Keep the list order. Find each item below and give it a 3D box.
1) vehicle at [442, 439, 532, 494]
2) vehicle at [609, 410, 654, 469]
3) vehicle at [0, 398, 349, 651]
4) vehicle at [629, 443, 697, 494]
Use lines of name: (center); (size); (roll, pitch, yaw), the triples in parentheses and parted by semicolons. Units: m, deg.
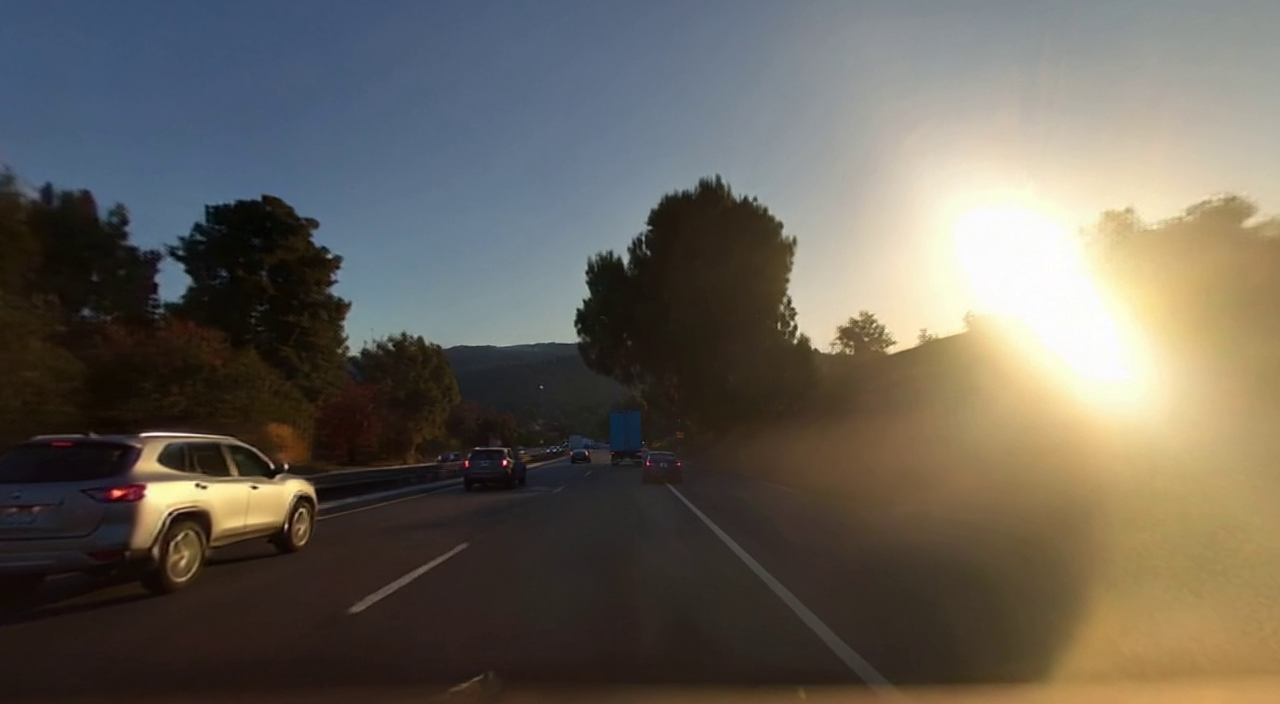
vehicle: (-5.079, 3.849, 21.456); (2.035, 1.664, 4.064); (0, -9, 0)
vehicle: (-0.755, 6.958, 49.154); (3.113, 4.066, 10.786); (0, -9, -2)
vehicle: (-4.974, 1.472, 6.308); (2.100, 1.671, 4.105); (0, -9, 0)
vehicle: (0.657, 3.835, 20.954); (2.026, 1.489, 4.045); (0, -9, -1)
